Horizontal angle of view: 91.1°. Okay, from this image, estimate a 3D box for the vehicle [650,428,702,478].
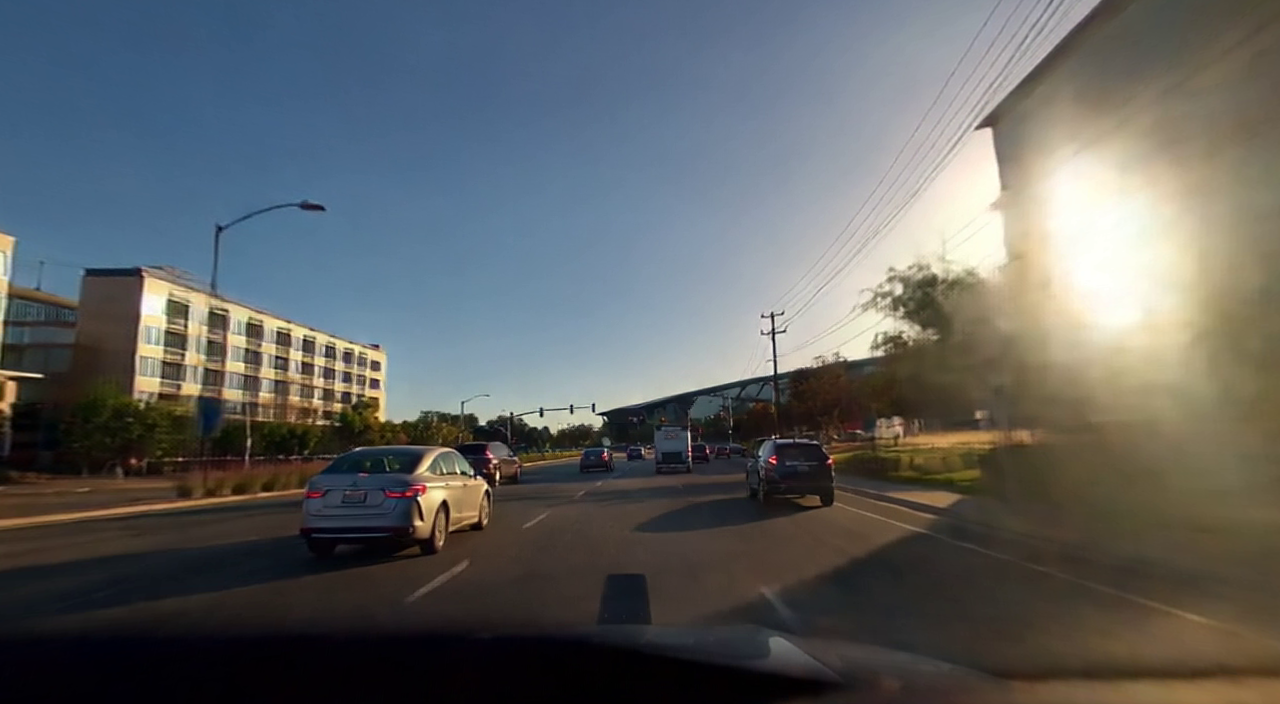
[{"bbox_3d":[2.090,5.483,34.341,2.457,2.440,5.486,-1,-9,7],"label":"vehicle"}]

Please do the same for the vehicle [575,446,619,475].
[{"bbox_3d":[-2.403,6.219,36.378,1.984,1.567,4.311,-1,-9,4],"label":"vehicle"}]

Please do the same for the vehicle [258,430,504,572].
[{"bbox_3d":[-3.462,2.031,9.299,1.934,1.643,3.718,0,-8,2],"label":"vehicle"}]

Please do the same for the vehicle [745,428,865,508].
[{"bbox_3d":[4.404,3.174,17.611,2.283,1.923,4.427,0,-8,2],"label":"vehicle"}]
